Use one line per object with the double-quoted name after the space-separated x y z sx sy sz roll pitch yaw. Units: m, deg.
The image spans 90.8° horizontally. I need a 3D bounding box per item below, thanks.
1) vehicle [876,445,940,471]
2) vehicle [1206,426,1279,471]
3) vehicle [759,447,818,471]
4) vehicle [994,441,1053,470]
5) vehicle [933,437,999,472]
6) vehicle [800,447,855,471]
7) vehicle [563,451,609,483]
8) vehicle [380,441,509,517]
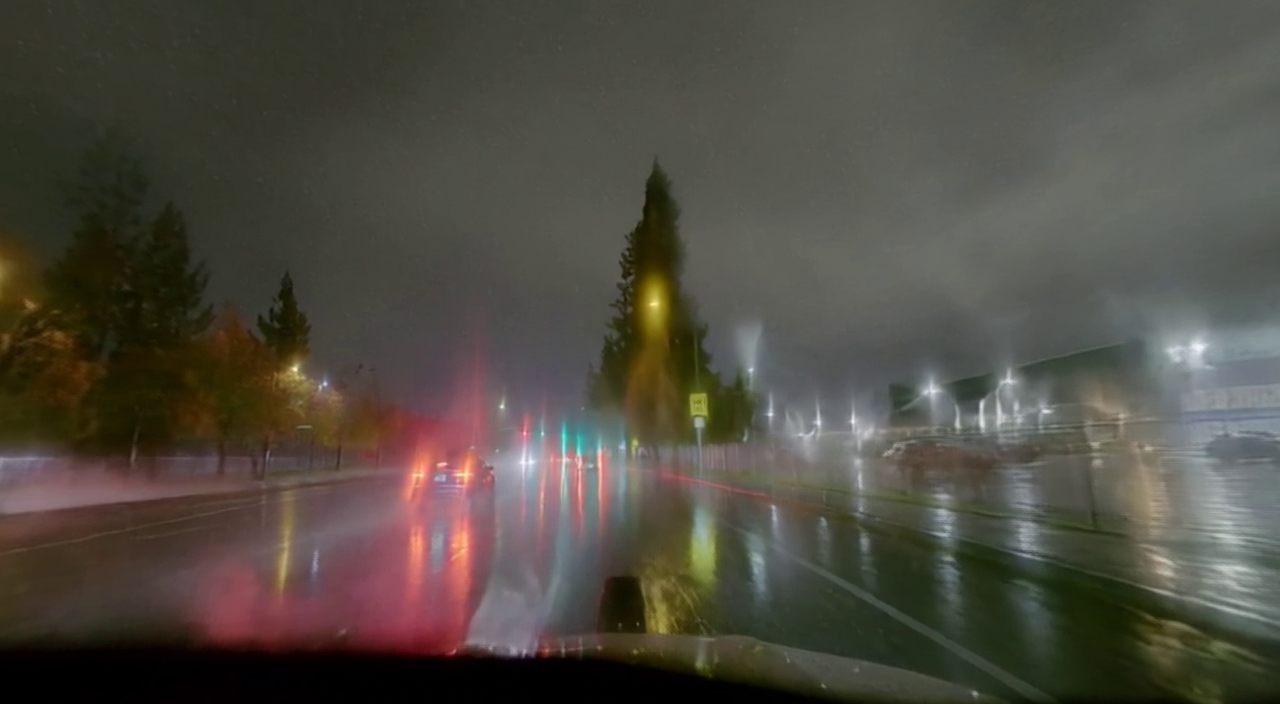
15.919 6.236 37.411 2.048 1.392 4.562 -8 -12 41 "vehicle"
27.114 4.298 28.252 1.942 1.726 5.194 -11 -13 35 "vehicle"
10.137 7.222 42.885 2.041 1.459 4.830 -7 -11 37 "vehicle"
20.625 5.539 33.917 1.934 1.423 4.008 -8 -12 40 "vehicle"
18.546 5.782 35.875 2.062 1.703 4.661 -12 -14 40 "vehicle"
12.036 6.828 40.415 2.131 1.437 4.325 -6 -11 33 "vehicle"
-2.727 5.793 32.035 2.147 1.474 4.083 0 -9 -5 "vehicle"
-4.888 3.230 16.597 2.105 1.676 4.541 0 -9 -2 "vehicle"
